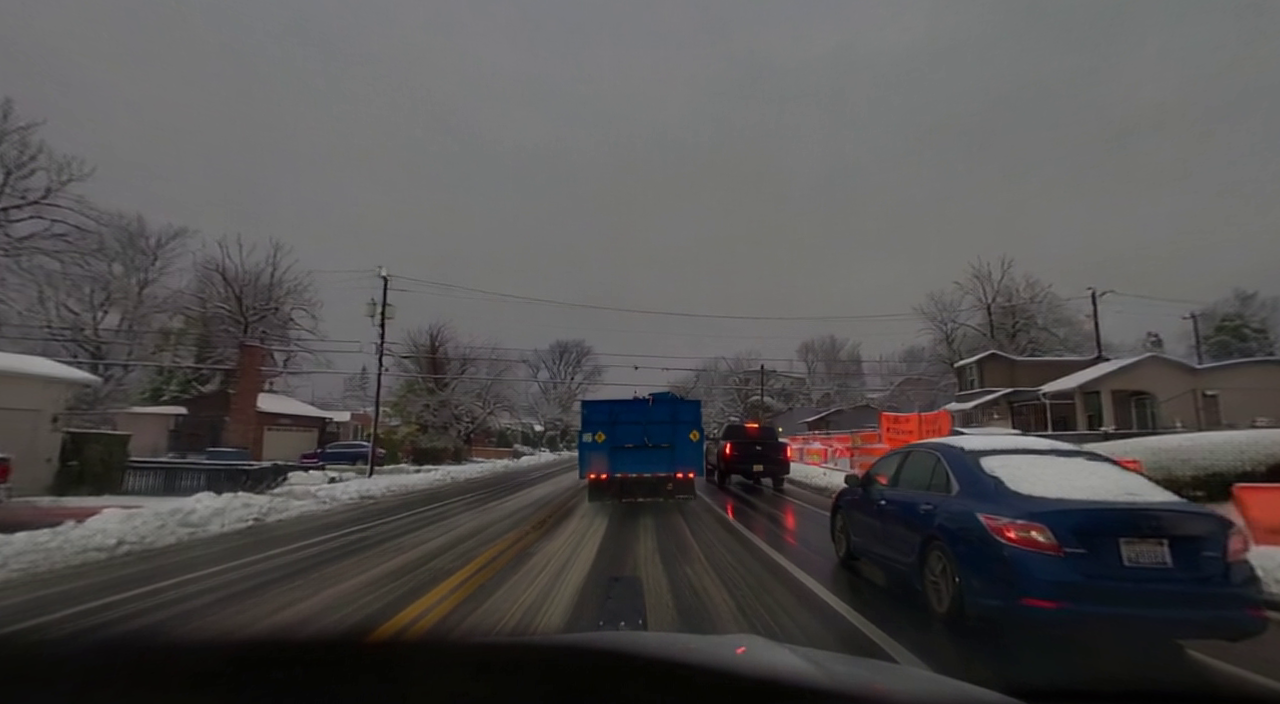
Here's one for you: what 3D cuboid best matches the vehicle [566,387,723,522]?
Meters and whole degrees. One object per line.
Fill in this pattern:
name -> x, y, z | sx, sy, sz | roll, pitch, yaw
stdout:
vehicle -> 0.134, 2.270, 14.262 | 2.751, 2.361, 6.347 | 0, -9, 1

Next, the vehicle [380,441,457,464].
vehicle -> -14.953, 6.829, 42.609 | 4.490, 1.500, 1.875 | 0, -8, -1

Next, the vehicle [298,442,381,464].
vehicle -> -20.219, 6.790, 42.314 | 4.706, 1.468, 1.817 | -1, -8, 3

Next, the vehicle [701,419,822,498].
vehicle -> 3.355, 3.127, 18.802 | 2.486, 1.993, 5.667 | 0, -8, 0

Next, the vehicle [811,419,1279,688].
vehicle -> 3.221, 1.469, 5.846 | 2.010, 1.499, 4.481 | 0, -8, 0
